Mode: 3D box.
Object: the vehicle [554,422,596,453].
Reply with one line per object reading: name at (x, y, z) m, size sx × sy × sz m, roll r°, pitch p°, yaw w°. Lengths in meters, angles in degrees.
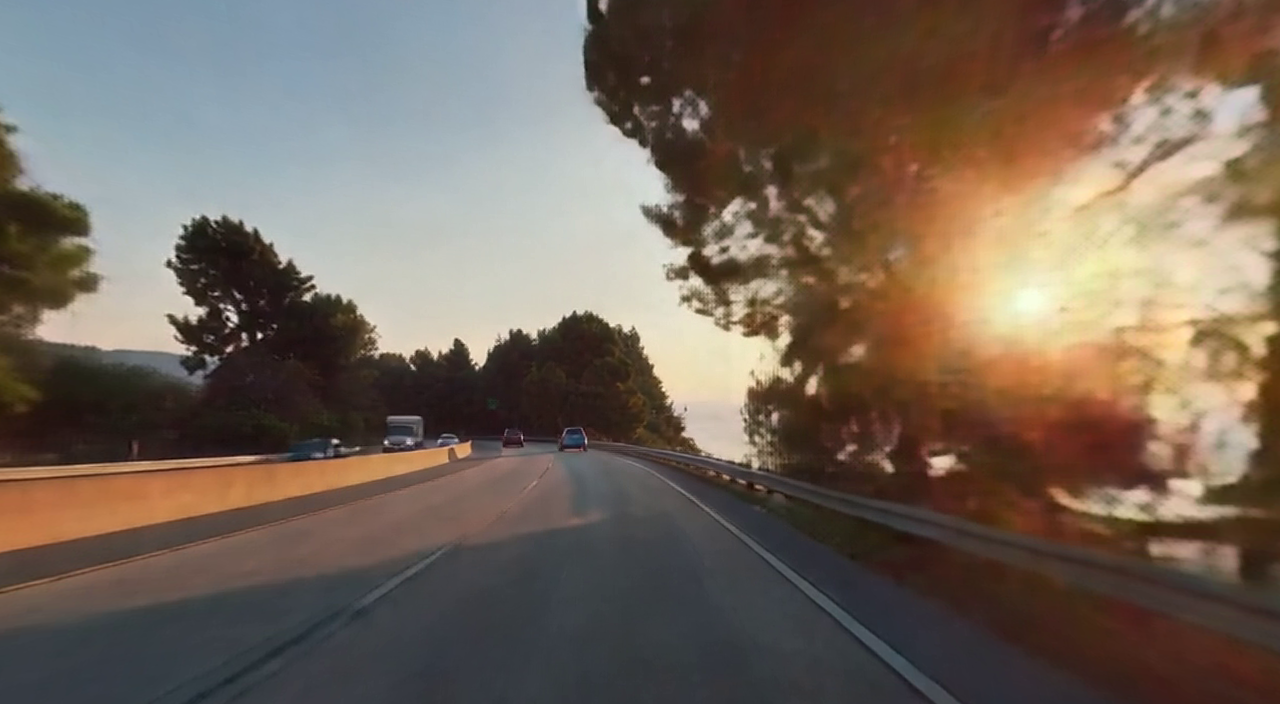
vehicle at (-4.975, 6.500, 47.678) m, size 2.632 × 2.162 × 5.529 m, roll 2°, pitch -9°, yaw -11°
